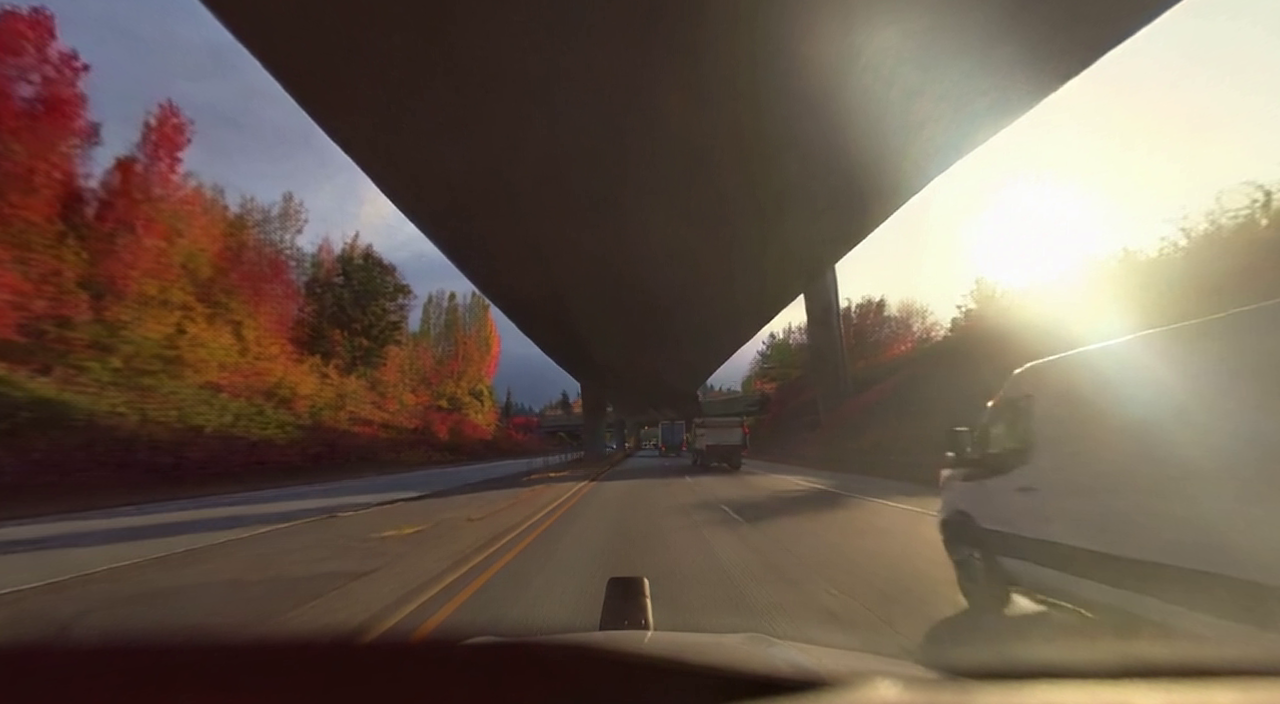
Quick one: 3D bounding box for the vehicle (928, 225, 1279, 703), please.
[{"bbox_3d":[3.429,0.631,2.351,2.291,2.112,5.052,0,-8,0],"label":"vehicle"}]
